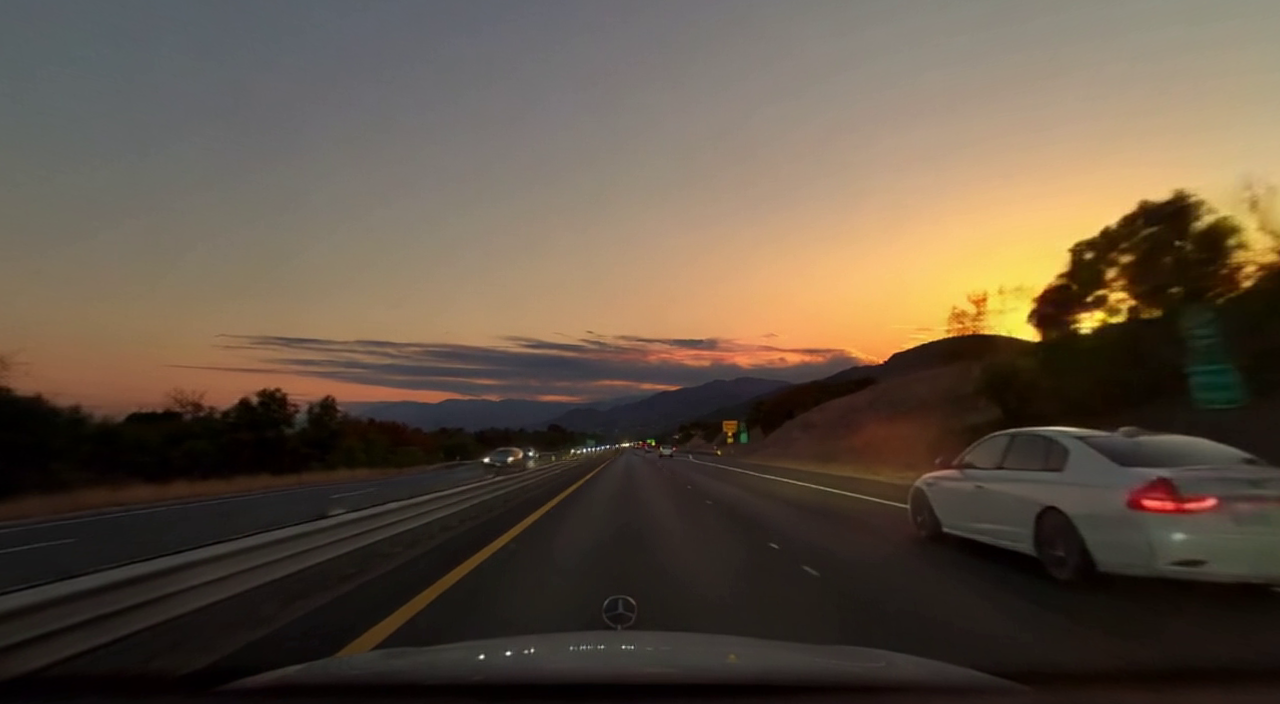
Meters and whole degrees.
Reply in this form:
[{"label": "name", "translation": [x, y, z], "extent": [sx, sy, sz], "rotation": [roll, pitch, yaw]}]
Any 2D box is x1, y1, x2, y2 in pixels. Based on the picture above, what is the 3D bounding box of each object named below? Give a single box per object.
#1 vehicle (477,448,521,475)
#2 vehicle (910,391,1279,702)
[{"label": "vehicle", "translation": [-8.840, 6.885, 39.655], "extent": [1.932, 1.559, 4.173], "rotation": [0, -9, -1]}, {"label": "vehicle", "translation": [4.120, 1.277, 5.238], "extent": [2.001, 1.555, 4.098], "rotation": [-1, -9, 2]}]
